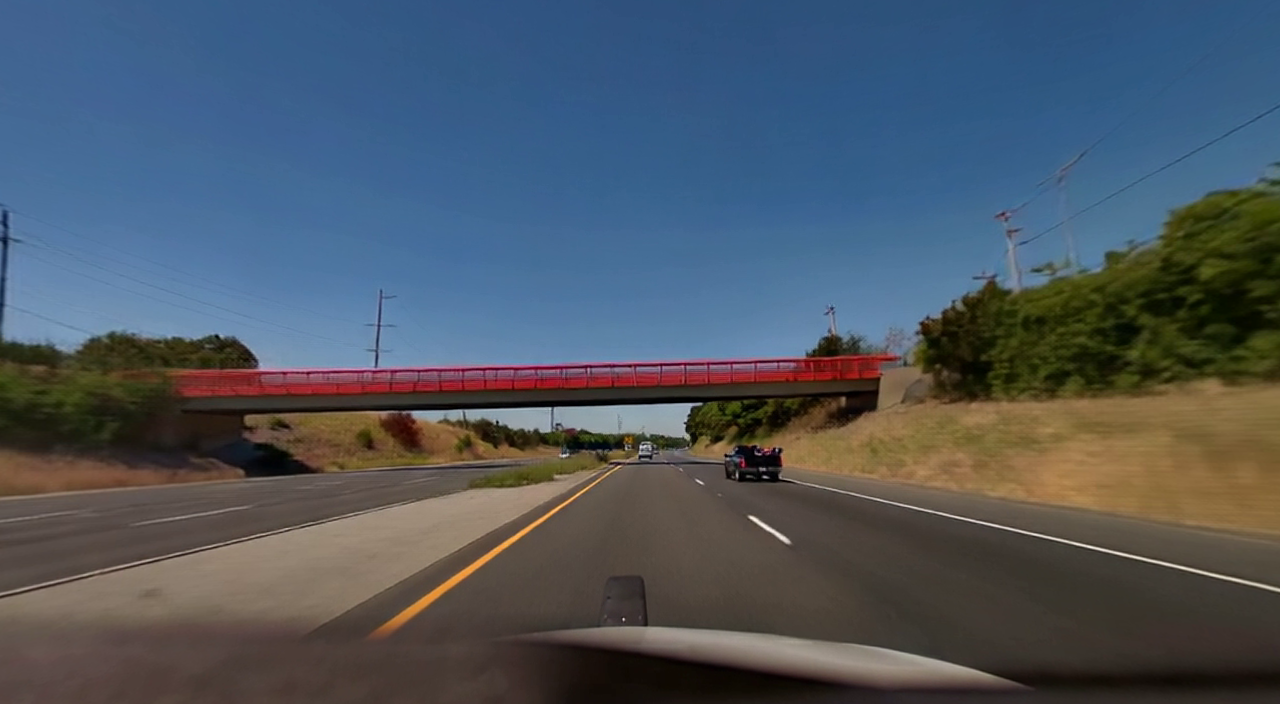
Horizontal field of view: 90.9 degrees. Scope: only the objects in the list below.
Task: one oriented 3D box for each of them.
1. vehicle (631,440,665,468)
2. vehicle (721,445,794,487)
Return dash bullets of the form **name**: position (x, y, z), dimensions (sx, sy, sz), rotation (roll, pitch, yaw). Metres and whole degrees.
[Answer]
- **vehicle**: position (0.619, 7.459, 46.191), dimensions (2.369, 1.948, 5.343), rotation (0, -9, 2)
- **vehicle**: position (4.572, 4.512, 25.353), dimensions (1.988, 1.505, 4.958), rotation (0, -9, 0)
